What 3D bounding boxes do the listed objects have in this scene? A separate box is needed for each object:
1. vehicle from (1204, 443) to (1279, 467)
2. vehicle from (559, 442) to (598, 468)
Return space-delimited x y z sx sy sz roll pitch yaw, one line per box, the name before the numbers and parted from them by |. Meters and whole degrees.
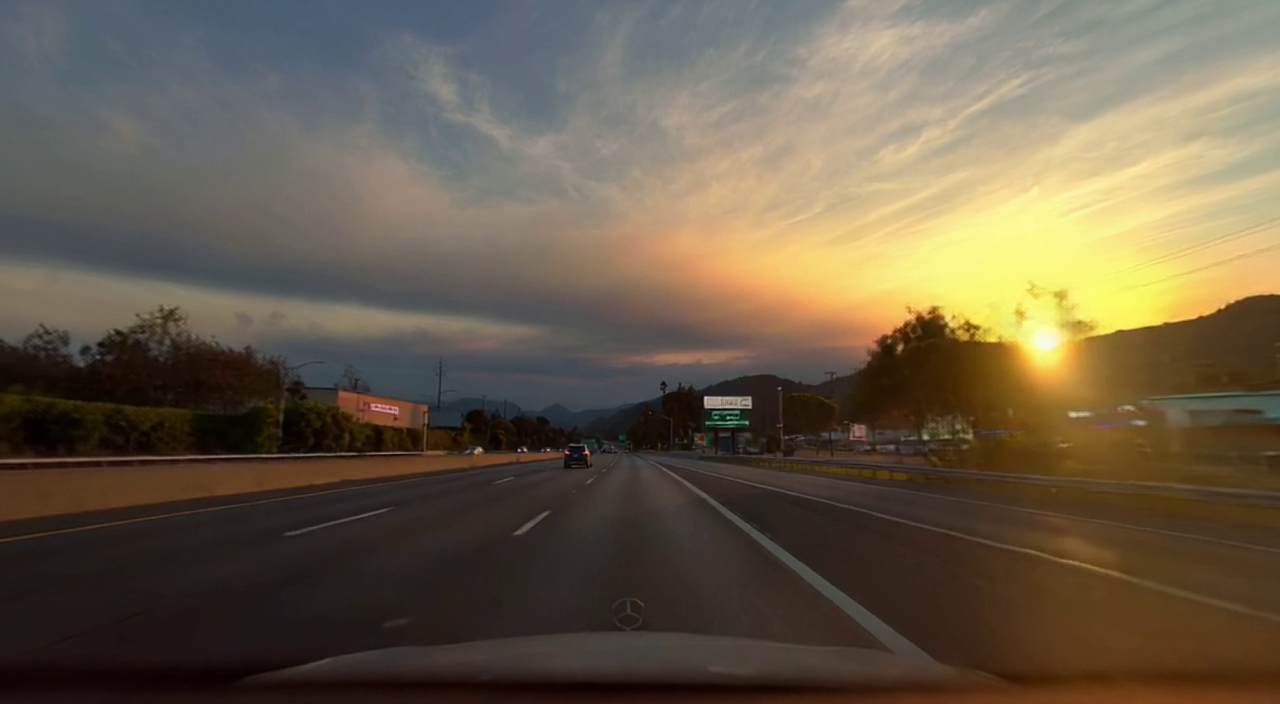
vehicle | 47.122 7.920 48.817 1.922 1.739 4.652 4 -9 -27
vehicle | -4.316 7.344 45.194 2.236 1.736 5.585 0 -8 0
